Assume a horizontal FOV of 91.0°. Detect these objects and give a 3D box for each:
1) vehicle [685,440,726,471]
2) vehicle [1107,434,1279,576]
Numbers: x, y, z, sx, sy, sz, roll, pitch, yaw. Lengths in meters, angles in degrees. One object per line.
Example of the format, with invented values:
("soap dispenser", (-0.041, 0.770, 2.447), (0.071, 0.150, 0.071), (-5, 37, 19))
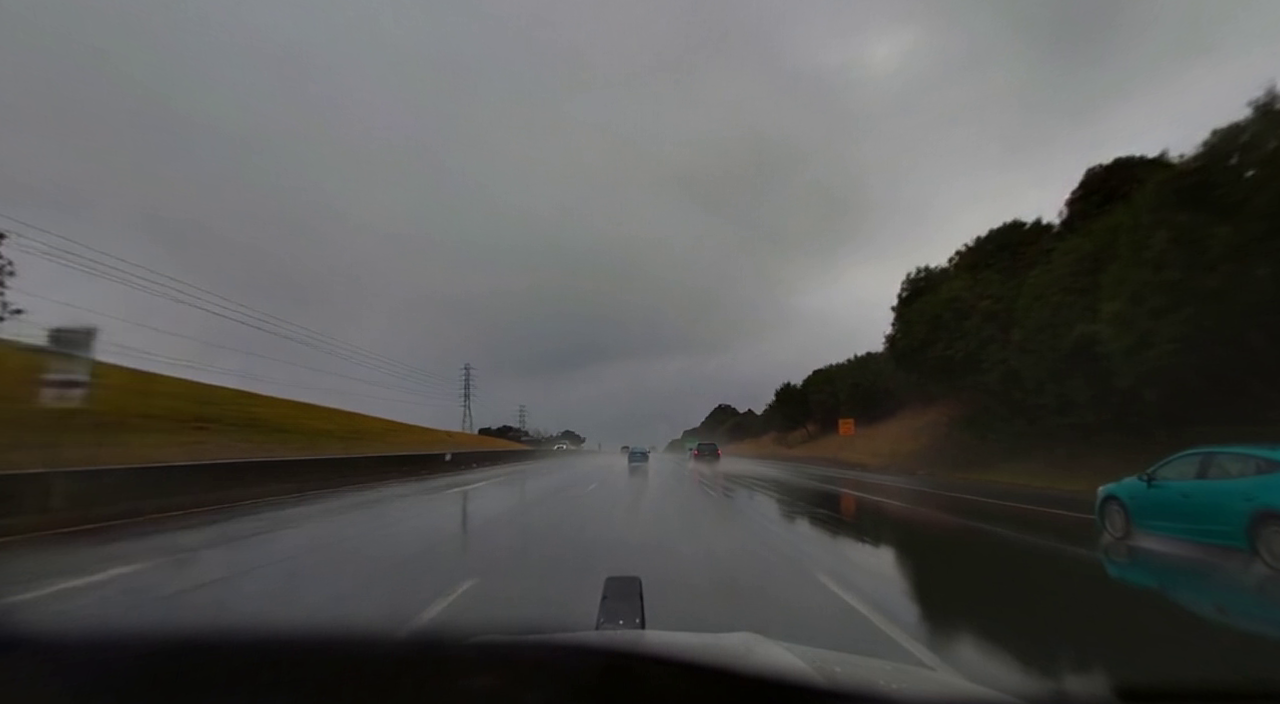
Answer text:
("vehicle", (4.007, 6.450, 39.327), (2.159, 1.782, 4.673), (0, -8, 2))
("vehicle", (8.032, 1.708, 7.022), (1.970, 1.545, 4.818), (1, -8, 0))
